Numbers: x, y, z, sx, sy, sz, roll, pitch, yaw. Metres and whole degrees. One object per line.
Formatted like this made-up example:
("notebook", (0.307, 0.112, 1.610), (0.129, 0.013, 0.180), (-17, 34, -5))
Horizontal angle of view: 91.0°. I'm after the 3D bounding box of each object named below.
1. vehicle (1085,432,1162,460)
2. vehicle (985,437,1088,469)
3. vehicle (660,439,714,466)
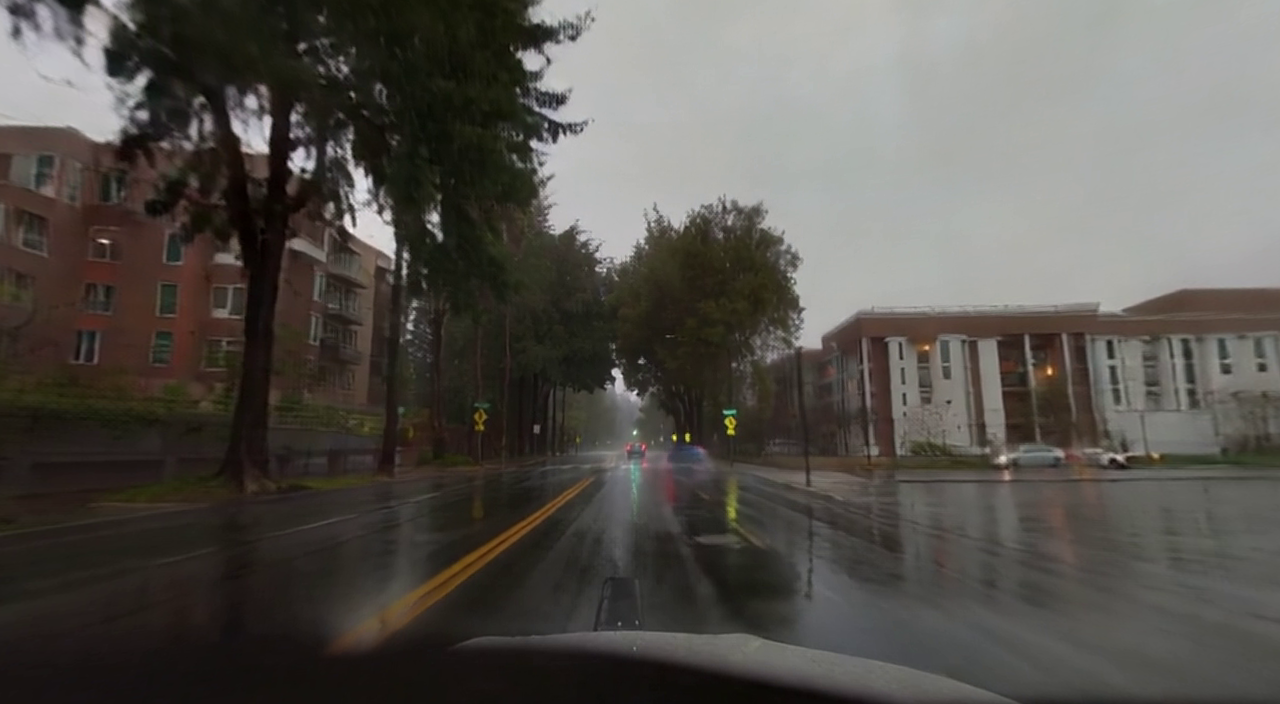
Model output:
("vehicle", (33.846, 6.599, 44.224), (1.887, 1.808, 4.443), (-1, -8, 1))
("vehicle", (23.946, 6.119, 38.159), (4.676, 1.775, 2.085), (-2, -9, 2))
("vehicle", (3.107, 6.792, 42.570), (1.981, 1.703, 3.691), (4, -9, -27))
